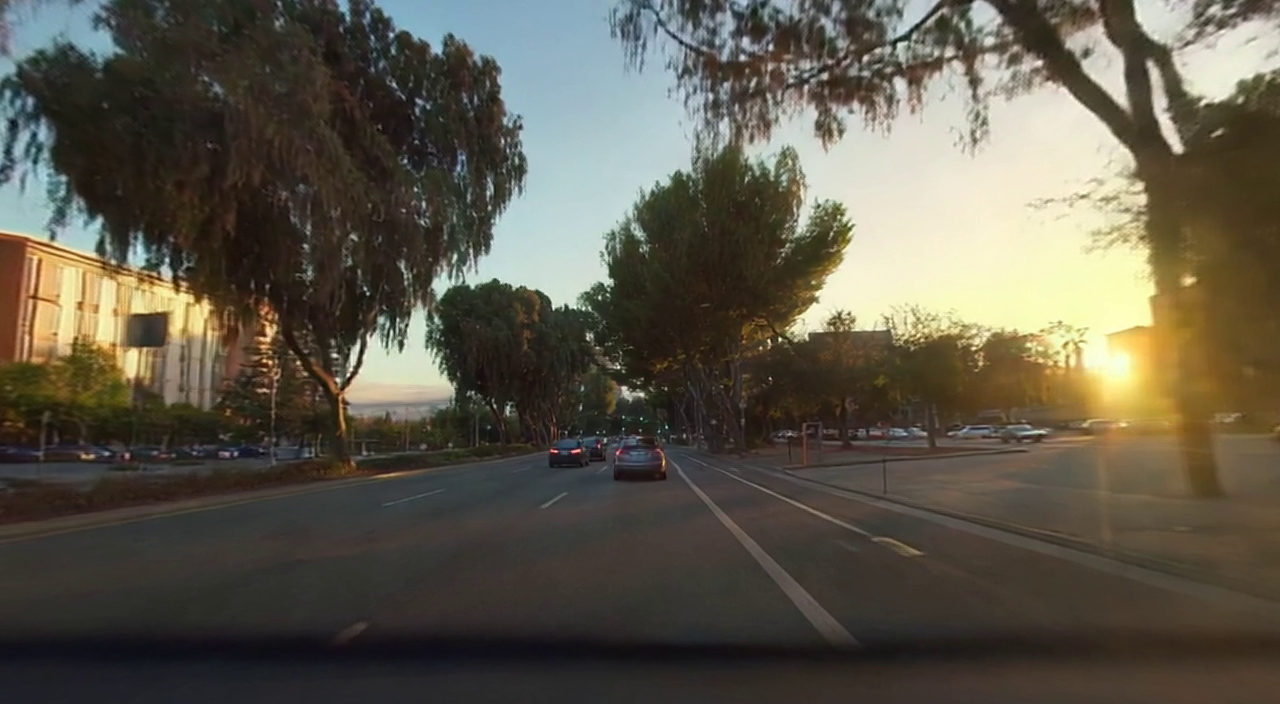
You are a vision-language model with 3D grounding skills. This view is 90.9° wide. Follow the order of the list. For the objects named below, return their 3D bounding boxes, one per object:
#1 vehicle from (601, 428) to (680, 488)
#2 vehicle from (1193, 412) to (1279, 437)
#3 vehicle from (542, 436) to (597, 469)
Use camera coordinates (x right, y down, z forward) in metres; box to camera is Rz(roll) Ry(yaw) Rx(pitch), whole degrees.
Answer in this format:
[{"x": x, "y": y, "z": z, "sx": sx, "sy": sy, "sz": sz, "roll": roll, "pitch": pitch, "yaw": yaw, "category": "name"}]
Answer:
[{"x": 0.015, "y": 3.263, "z": 19.673, "sx": 2.199, "sy": 1.652, "sz": 4.101, "roll": 0, "pitch": -8, "yaw": 0, "category": "vehicle"}, {"x": 45.069, "y": 5.476, "z": 47.366, "sx": 4.851, "sy": 1.673, "sz": 1.912, "roll": -5, "pitch": -10, "yaw": 31, "category": "vehicle"}, {"x": -3.370, "y": 4.931, "z": 31.155, "sx": 1.942, "sy": 1.462, "sz": 4.905, "roll": -1, "pitch": -8, "yaw": 2, "category": "vehicle"}]
